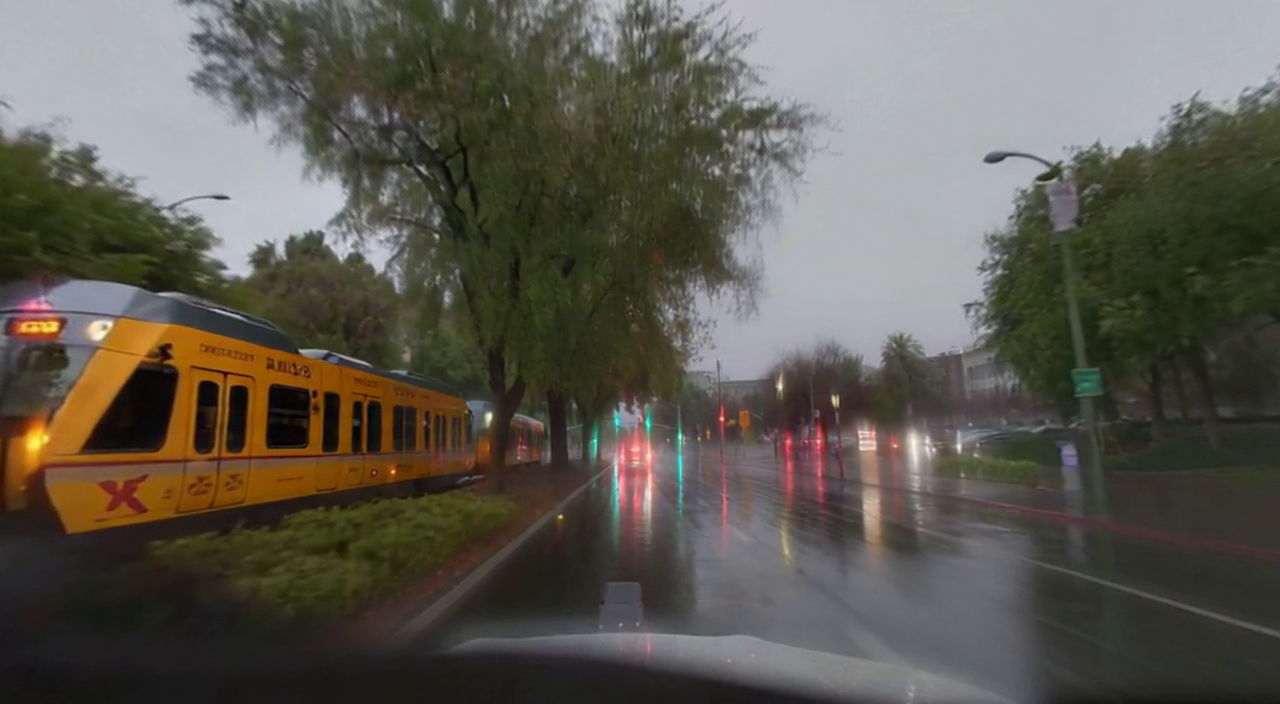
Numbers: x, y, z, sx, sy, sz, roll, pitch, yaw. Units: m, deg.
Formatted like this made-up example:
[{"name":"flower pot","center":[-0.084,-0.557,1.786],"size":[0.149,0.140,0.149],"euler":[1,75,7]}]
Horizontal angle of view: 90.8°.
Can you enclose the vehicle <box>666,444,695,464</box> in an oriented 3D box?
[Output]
[{"name":"vehicle","center":[3.116,7.915,49.109],"size":[1.944,1.447,4.392],"euler":[0,-8,0]}]

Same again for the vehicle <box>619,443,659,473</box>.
[{"name":"vehicle","center":[-0.072,5.558,33.440],"size":[2.002,1.471,4.337],"euler":[0,-8,0]}]

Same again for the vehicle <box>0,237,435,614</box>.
[{"name":"vehicle","center":[-7.793,1.501,12.671],"size":[2.897,3.700,13.528],"euler":[0,-7,0]}]
